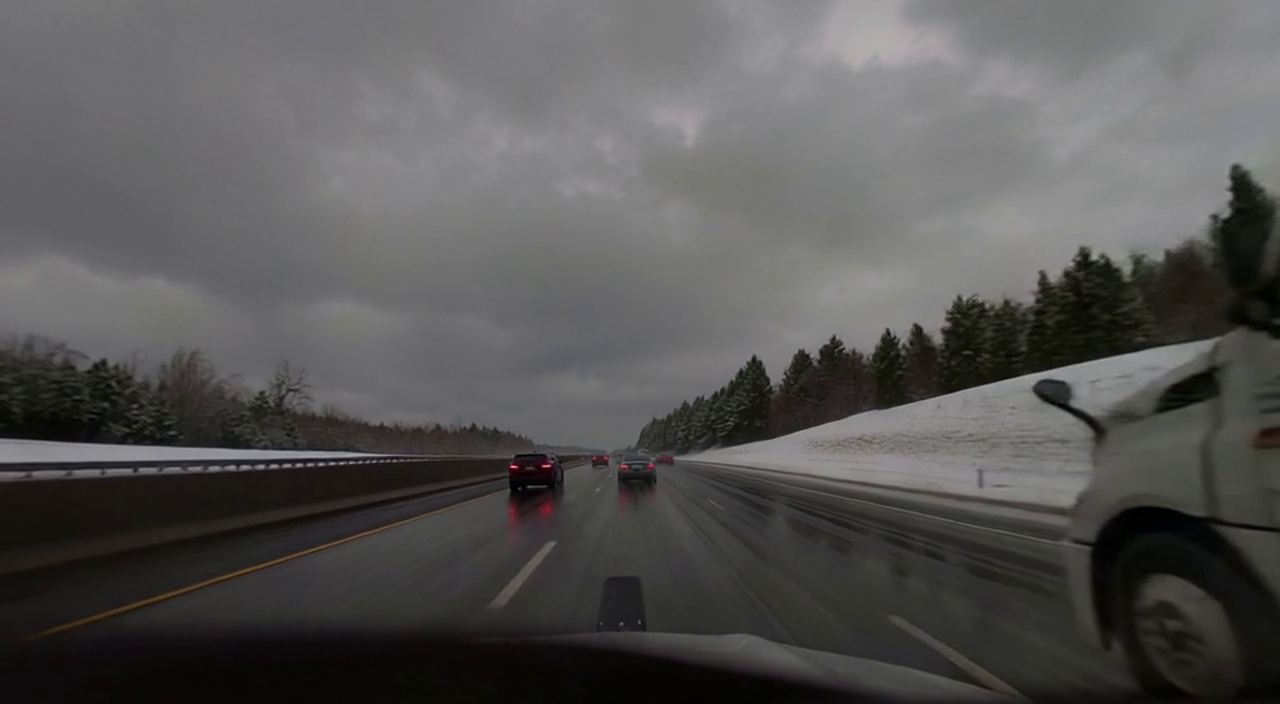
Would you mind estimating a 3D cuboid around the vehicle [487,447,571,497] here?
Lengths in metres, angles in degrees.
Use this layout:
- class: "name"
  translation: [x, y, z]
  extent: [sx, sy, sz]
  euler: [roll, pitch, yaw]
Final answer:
- class: "vehicle"
  translation: [-3.790, 4.172, 22.336]
  extent: [2.153, 1.581, 4.375]
  euler: [0, -9, 0]

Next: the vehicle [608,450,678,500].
- class: "vehicle"
  translation: [0.072, 3.880, 20.297]
  extent: [2.023, 1.400, 4.028]
  euler: [0, -9, 0]

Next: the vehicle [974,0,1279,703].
- class: "vehicle"
  translation: [4.305, -0.275, 1.718]
  extent: [3.017, 3.953, 6.582]
  euler: [0, -9, 0]
